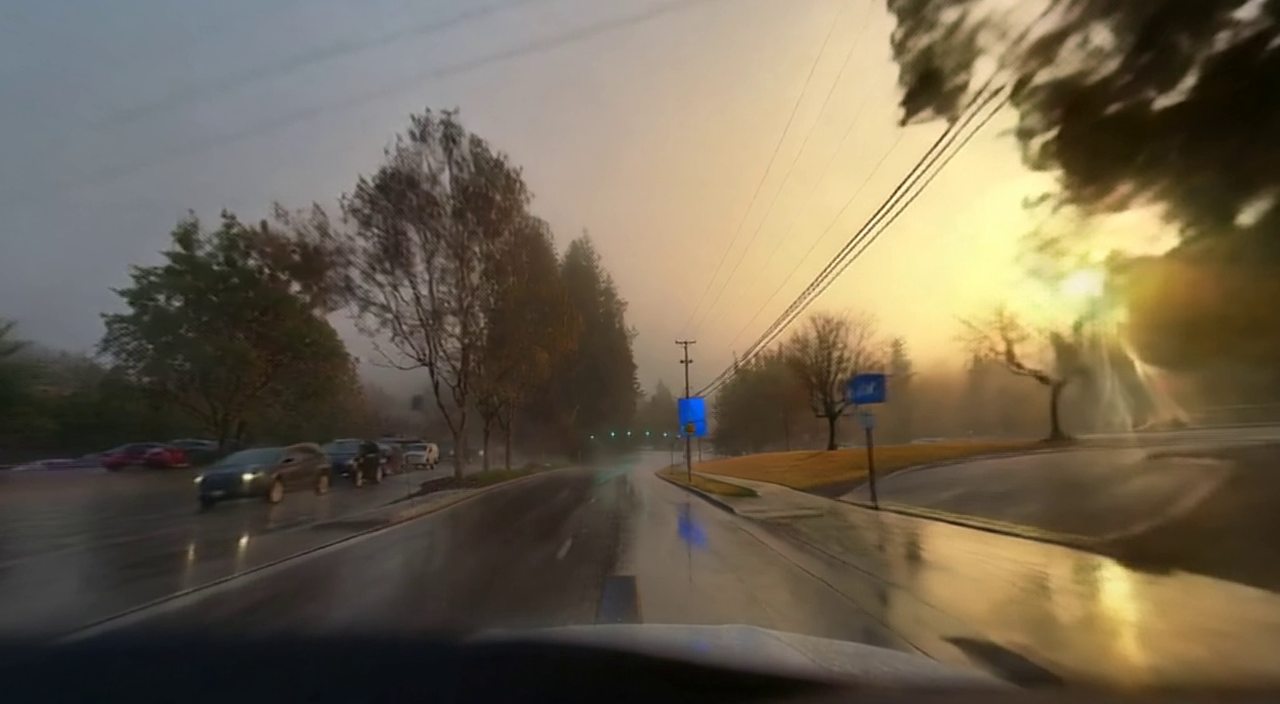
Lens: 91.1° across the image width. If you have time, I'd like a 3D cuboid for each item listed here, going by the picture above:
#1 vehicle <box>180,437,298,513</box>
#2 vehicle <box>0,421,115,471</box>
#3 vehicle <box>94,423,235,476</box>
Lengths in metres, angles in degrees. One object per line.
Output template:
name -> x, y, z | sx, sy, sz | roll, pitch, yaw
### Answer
vehicle -> -10.734, 3.296, 17.160 | 1.861, 1.736, 4.241 | 2, -10, -21
vehicle -> -42.388, 6.681, 45.346 | 8.192, 3.335, 2.619 | -1, -6, 16
vehicle -> -29.779, 6.105, 39.456 | 7.249, 3.082, 2.621 | -1, -9, 11
